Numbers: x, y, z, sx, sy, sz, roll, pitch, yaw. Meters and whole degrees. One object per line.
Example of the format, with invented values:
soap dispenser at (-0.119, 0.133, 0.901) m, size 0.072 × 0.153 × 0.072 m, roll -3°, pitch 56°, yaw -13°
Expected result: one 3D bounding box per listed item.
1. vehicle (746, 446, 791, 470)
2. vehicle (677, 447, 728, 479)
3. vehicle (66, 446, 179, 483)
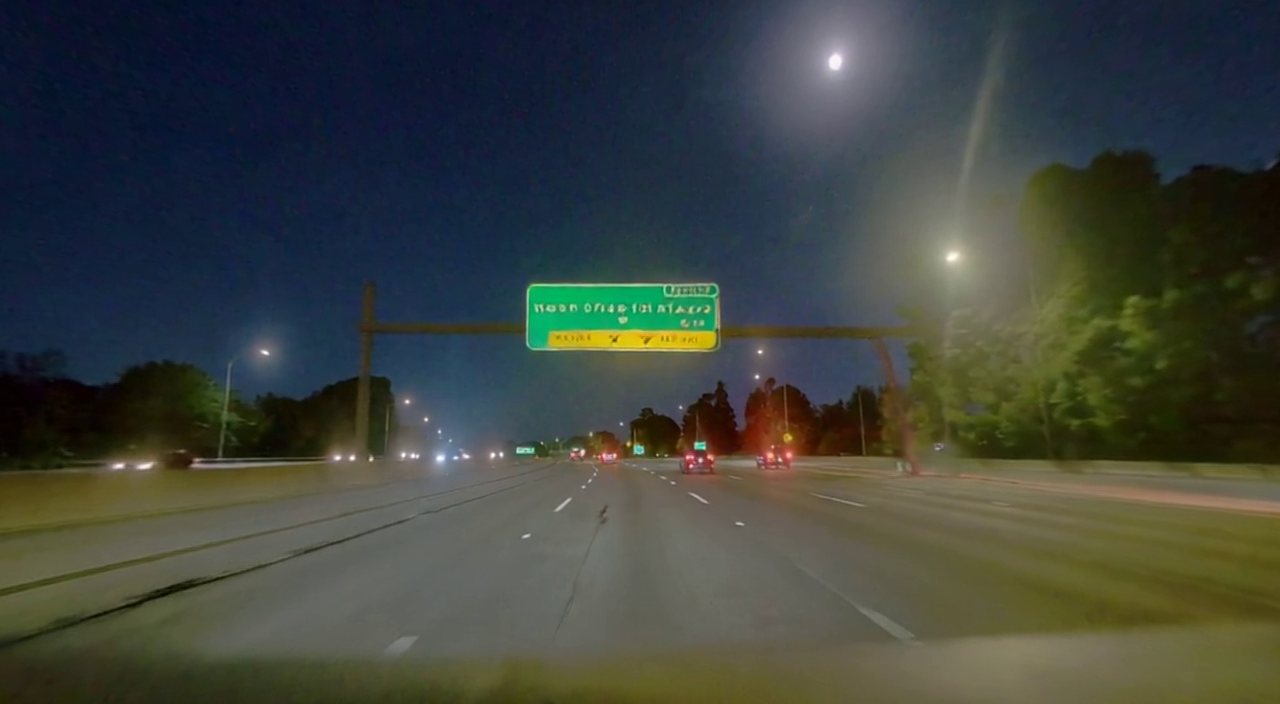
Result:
vehicle at (9.368, 7.804, 46.287) m, size 1.909 × 1.634 × 4.739 m, roll 1°, pitch -9°, yaw -6°
vehicle at (3.206, 5.808, 33.122) m, size 1.975 × 1.562 × 3.823 m, roll 1°, pitch -9°, yaw -5°
vehicle at (-28.991, 6.328, 35.573) m, size 2.106 × 1.879 × 5.124 m, roll 0°, pitch -9°, yaw -2°
